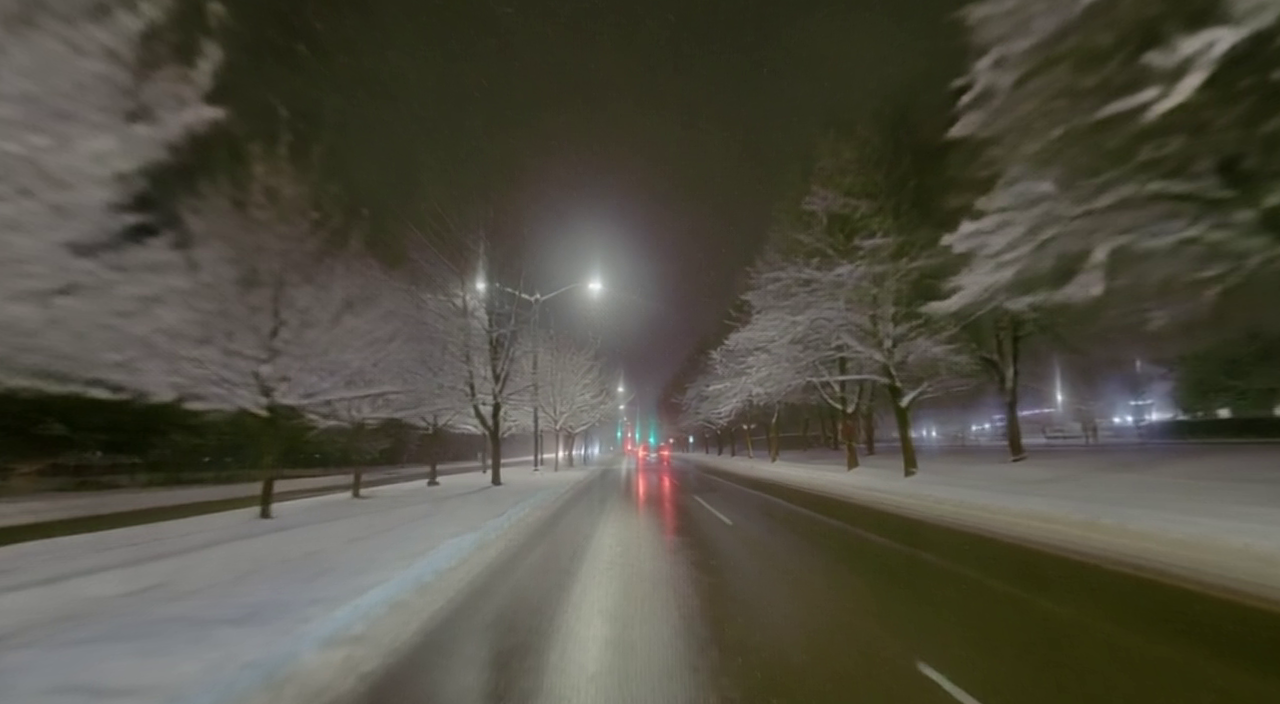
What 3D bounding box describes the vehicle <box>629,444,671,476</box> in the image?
[{"bbox_3d":[0.454,5.698,33.644,2.048,1.584,4.393,0,-9,-2],"label":"vehicle"}]
